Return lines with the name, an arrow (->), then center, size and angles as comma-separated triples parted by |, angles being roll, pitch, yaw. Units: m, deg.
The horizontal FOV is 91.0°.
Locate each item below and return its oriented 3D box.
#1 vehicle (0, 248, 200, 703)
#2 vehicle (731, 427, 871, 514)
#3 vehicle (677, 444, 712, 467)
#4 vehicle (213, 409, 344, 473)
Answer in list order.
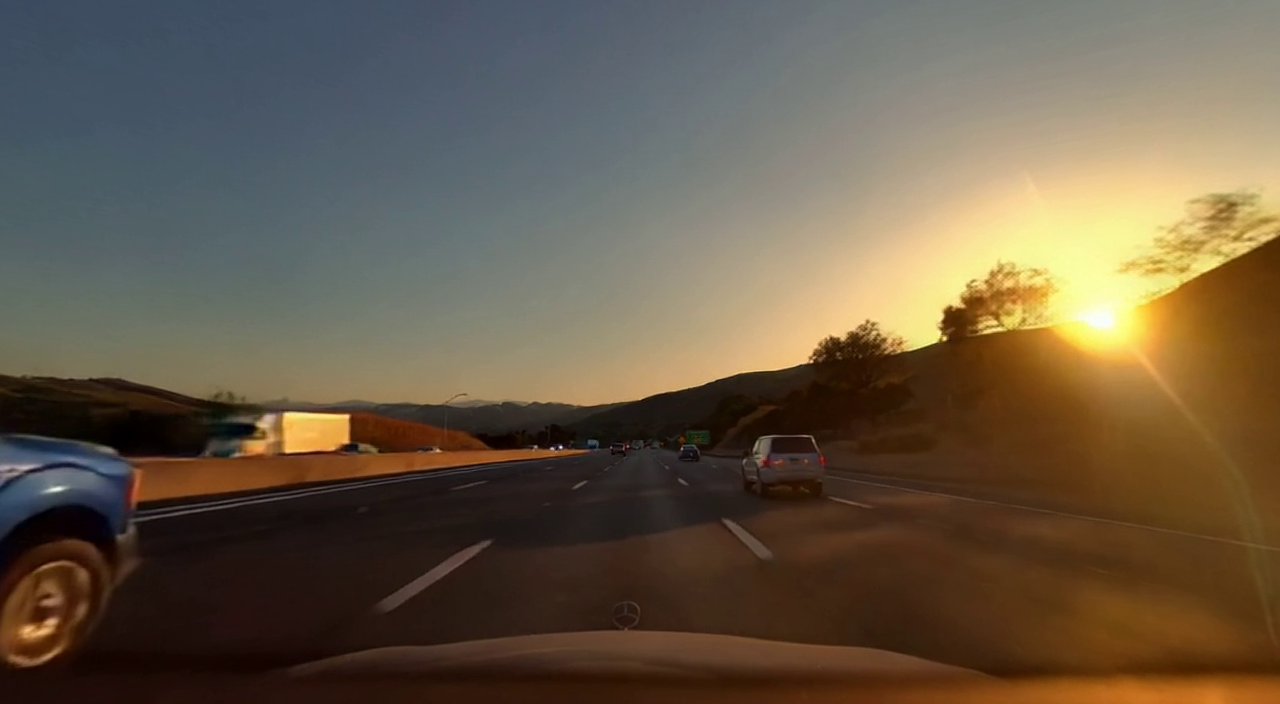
vehicle -> -4.021, 0.346, 0.684 | 2.496, 2.203, 6.317 | 0, -9, 0
vehicle -> 3.463, 2.644, 14.476 | 2.095, 1.668, 4.135 | 0, -9, 0
vehicle -> 3.758, 7.208, 44.002 | 2.047, 1.501, 4.237 | 0, -9, 0
vehicle -> -21.452, 5.418, 38.105 | 2.830, 3.446, 7.955 | 0, -9, 3
